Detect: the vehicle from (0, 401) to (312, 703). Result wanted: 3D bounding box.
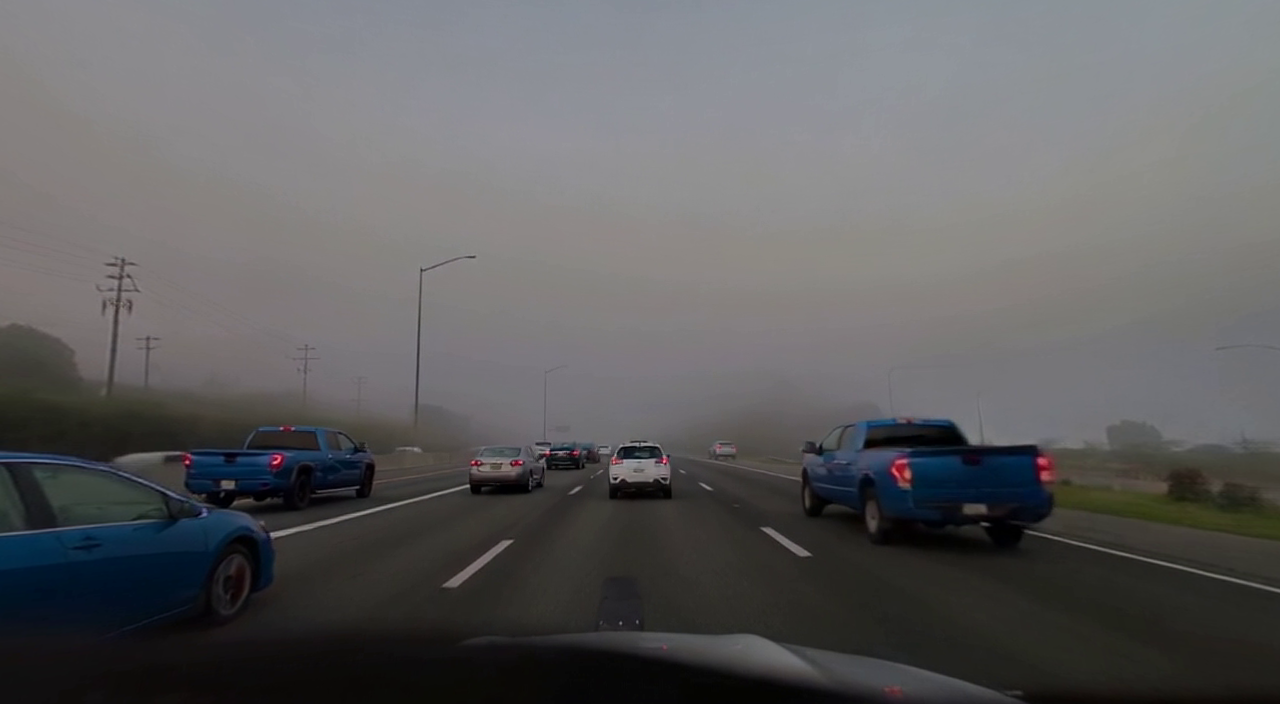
[{"bbox_3d":[-3.784,1.000,2.982,1.955,1.481,4.604,0,-8,1],"label":"vehicle"}]

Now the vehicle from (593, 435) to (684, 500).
[{"bbox_3d":[-0.068,3.020,17.013,2.102,1.499,4.439,0,-8,-1],"label":"vehicle"}]

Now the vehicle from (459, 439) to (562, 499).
[{"bbox_3d":[-3.406,3.132,17.407,1.899,1.437,4.131,0,-8,1],"label":"vehicle"}]

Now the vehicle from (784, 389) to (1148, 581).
[{"bbox_3d":[3.720,1.650,8.761,2.113,1.800,5.376,0,-8,-1],"label":"vehicle"}]
